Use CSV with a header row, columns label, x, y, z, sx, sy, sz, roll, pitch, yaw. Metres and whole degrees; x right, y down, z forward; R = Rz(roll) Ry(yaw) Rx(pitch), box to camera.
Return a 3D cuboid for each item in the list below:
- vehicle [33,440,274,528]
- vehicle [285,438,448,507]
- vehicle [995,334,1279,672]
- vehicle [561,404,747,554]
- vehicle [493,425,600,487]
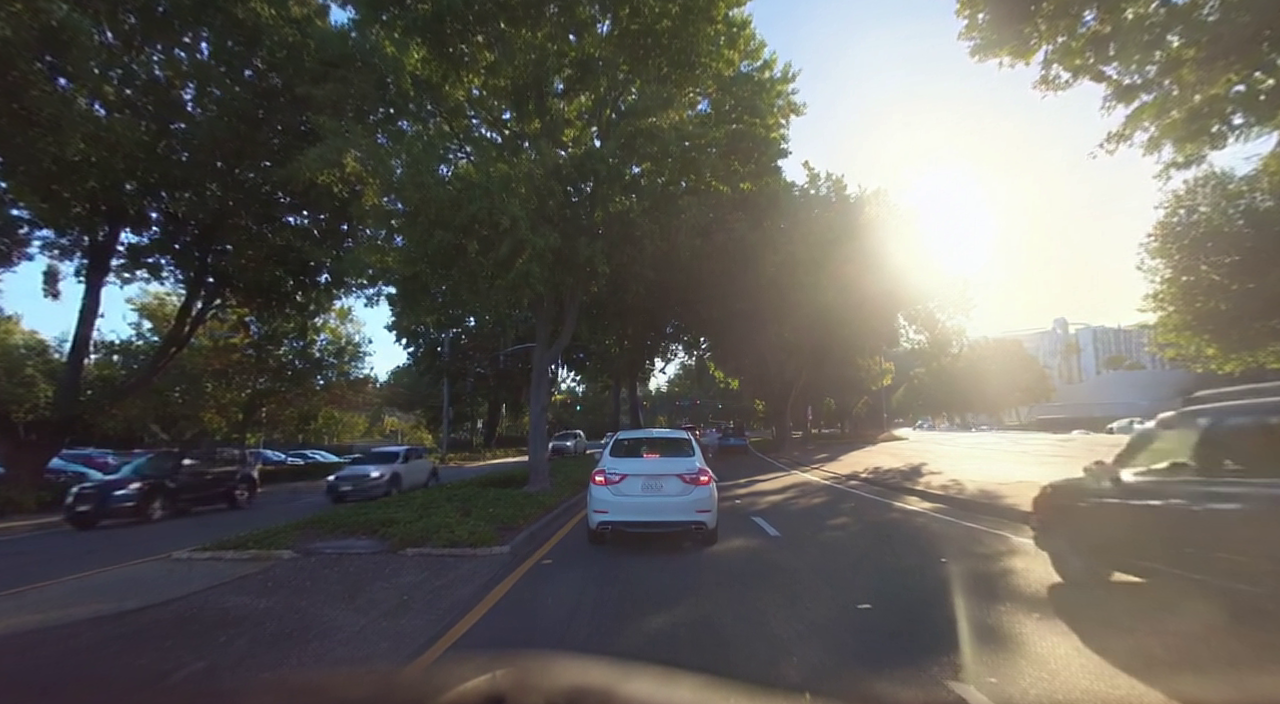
label,x,y,z,sx,sy,sz,roll,pitch,yaw
vehicle,-10.865,2.913,14.631,2.005,1.701,4.355,-1,-8,1
vehicle,-6.709,2.985,16.167,1.923,1.492,4.577,-1,-8,3
vehicle,4.612,0.957,4.051,2.059,1.864,4.700,2,-8,2
vehicle,0.202,1.777,9.462,2.154,1.710,4.128,-1,-8,1
vehicle,-2.922,3.402,20.966,2.057,1.786,4.725,-2,-8,11
